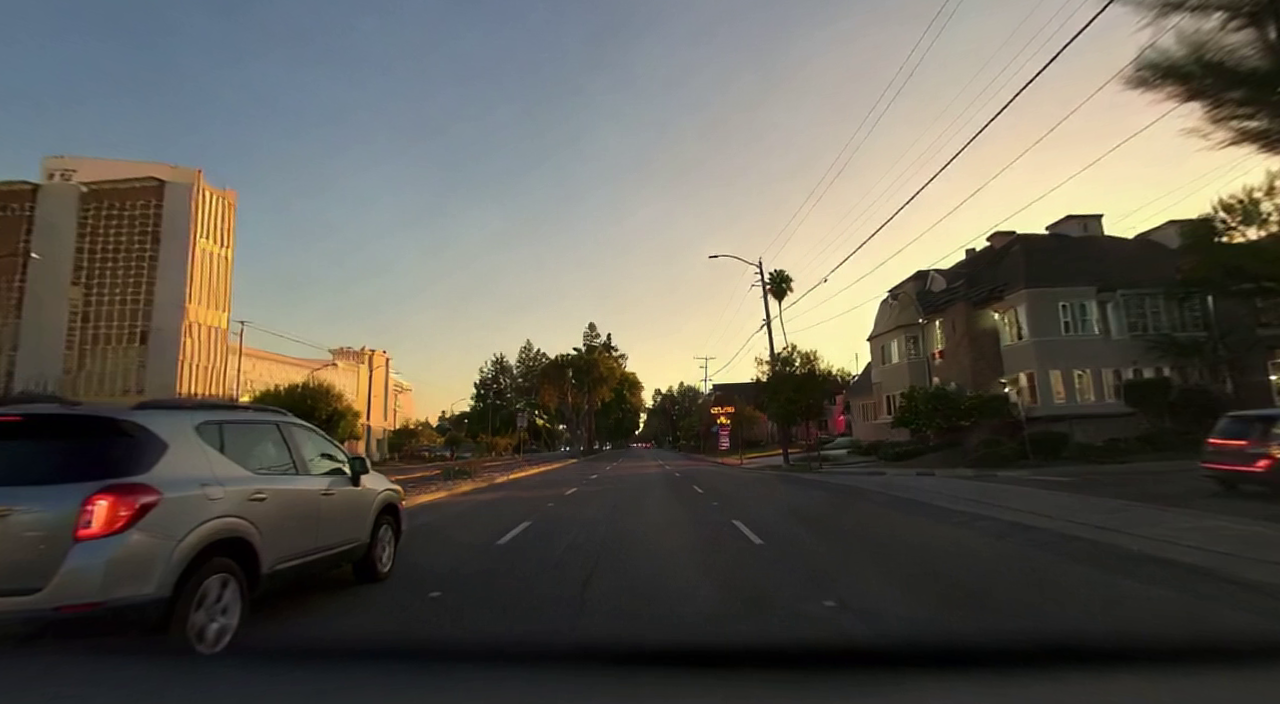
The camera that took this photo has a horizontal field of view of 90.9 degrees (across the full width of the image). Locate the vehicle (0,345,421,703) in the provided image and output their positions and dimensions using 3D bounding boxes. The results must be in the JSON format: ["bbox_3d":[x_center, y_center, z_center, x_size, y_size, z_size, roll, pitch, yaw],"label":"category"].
[{"bbox_3d":[-3.517,1.154,4.701,2.062,1.693,4.669,0,-8,0],"label":"vehicle"}]
